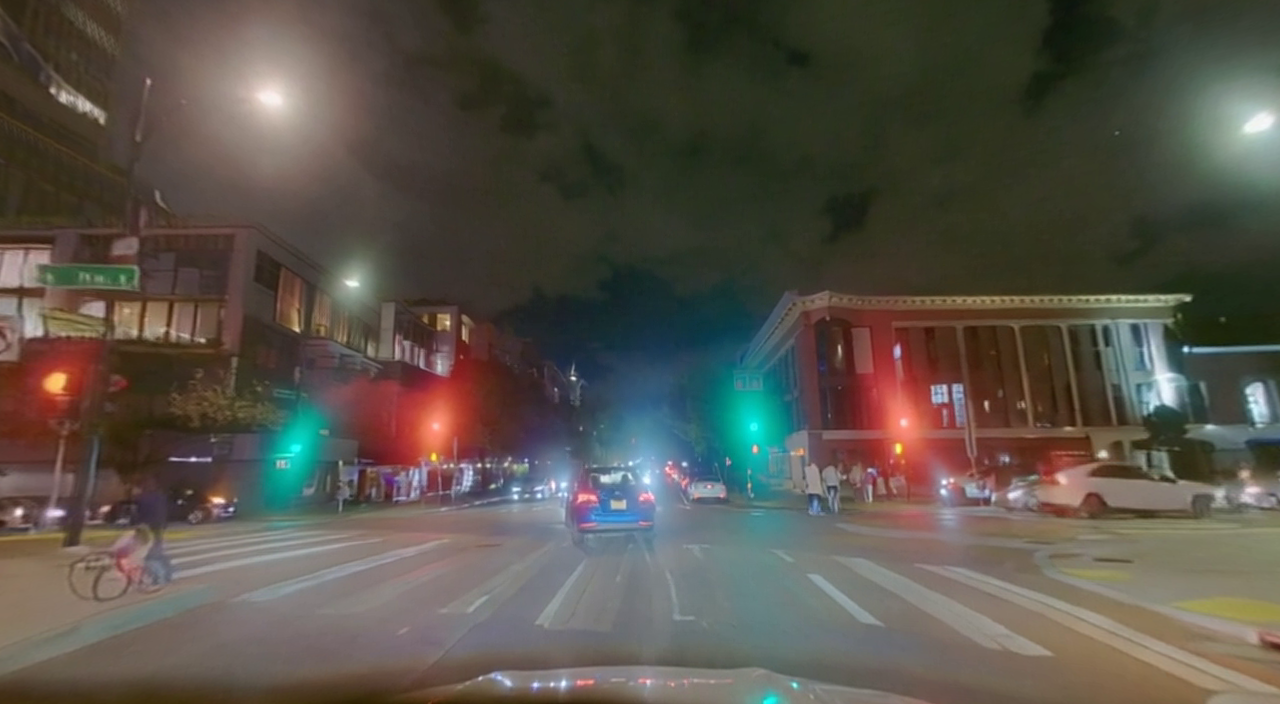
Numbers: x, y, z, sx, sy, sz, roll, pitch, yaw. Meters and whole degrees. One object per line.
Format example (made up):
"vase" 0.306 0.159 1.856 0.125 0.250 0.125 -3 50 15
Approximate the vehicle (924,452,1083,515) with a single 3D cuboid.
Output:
"vehicle" 14.685 5.314 25.716 4.974 2.266 2.324 -1 -8 -1

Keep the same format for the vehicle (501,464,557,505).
"vehicle" -6.021 7.232 34.812 2.226 1.896 4.438 -1 -8 1

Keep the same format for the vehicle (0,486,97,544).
"vehicle" -25.358 6.593 25.616 4.588 2.048 2.110 -1 -8 1

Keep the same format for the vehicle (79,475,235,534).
"vehicle" -19.495 6.148 25.601 4.750 2.083 2.002 -2 -8 3

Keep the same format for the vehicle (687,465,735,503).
"vehicle" 3.802 7.171 34.552 1.908 1.741 4.066 -1 -8 -3

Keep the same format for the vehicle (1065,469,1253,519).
"vehicle" 20.805 5.701 25.515 5.345 1.747 2.410 -1 -8 2
